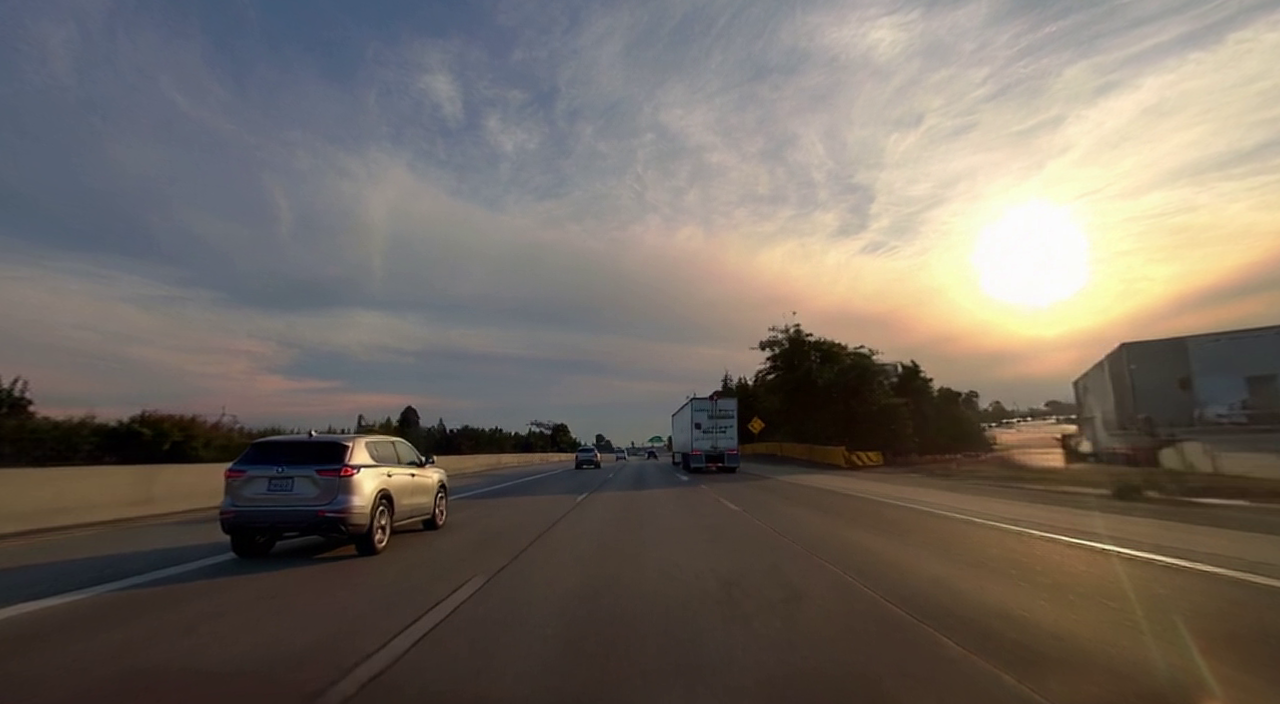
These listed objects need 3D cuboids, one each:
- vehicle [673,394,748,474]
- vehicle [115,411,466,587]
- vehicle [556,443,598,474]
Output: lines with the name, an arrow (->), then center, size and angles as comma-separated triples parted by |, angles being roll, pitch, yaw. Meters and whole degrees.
vehicle -> 4.124, 5.460, 40.622 | 2.998, 4.236, 13.886 | 0, -9, -1
vehicle -> -4.194, 1.845, 8.747 | 2.202, 1.760, 4.617 | 0, -9, 0
vehicle -> -3.736, 6.434, 38.160 | 2.139, 1.716, 4.530 | 0, -9, 0
